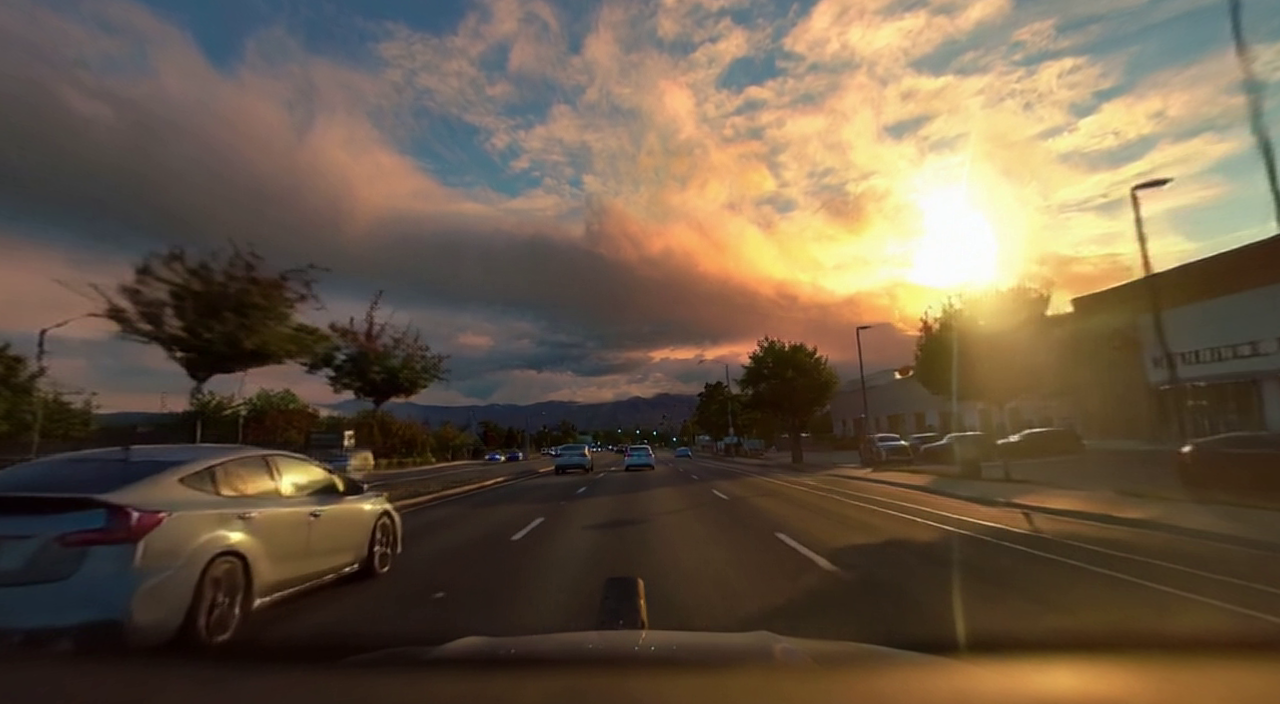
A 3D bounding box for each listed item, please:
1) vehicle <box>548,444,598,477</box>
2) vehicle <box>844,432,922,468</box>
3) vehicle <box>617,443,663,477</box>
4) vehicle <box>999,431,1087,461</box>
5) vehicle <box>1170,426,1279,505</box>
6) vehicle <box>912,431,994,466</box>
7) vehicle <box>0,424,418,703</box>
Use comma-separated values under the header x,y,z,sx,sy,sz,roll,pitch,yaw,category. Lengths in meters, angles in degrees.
x,y,z,sx,sy,sz,roll,pitch,yaw,category
-3.200,5.254,30.818,1.939,1.496,4.309,0,-8,1,vehicle
13.025,5.296,34.112,2.072,1.769,5.000,0,-8,-2,vehicle
-0.017,4.981,29.247,2.019,1.459,4.005,0,-8,0,vehicle
21.501,5.046,33.846,1.807,1.519,4.550,0,-8,1,vehicle
13.328,2.215,12.337,1.914,1.523,4.747,-1,-8,3,vehicle
16.262,5.054,33.058,1.930,1.713,4.756,0,-8,2,vehicle
-3.566,1.396,4.998,2.003,1.488,4.282,0,-8,1,vehicle
